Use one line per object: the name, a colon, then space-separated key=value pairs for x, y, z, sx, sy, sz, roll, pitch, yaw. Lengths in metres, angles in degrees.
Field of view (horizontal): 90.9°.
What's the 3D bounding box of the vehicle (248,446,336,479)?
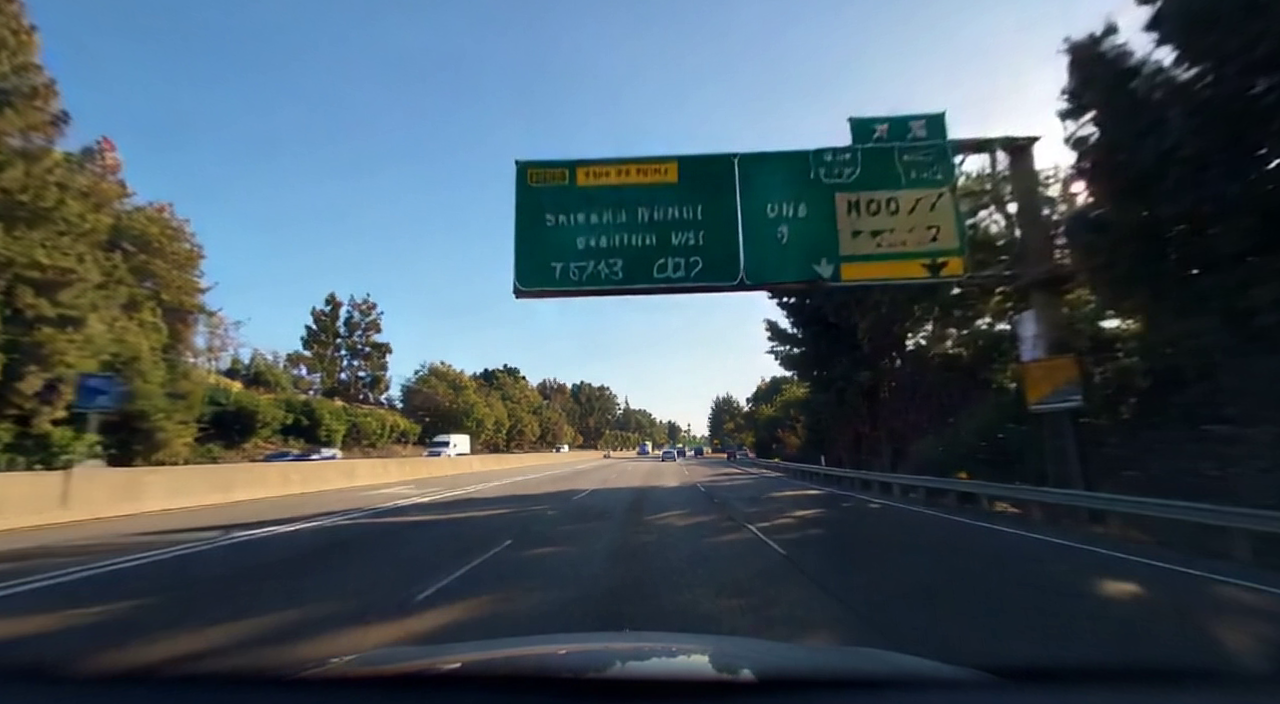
vehicle: x=-18.632 y=5.912 z=34.006 sx=2.020 sy=1.650 sz=4.606 roll=-1 pitch=-9 yaw=2
